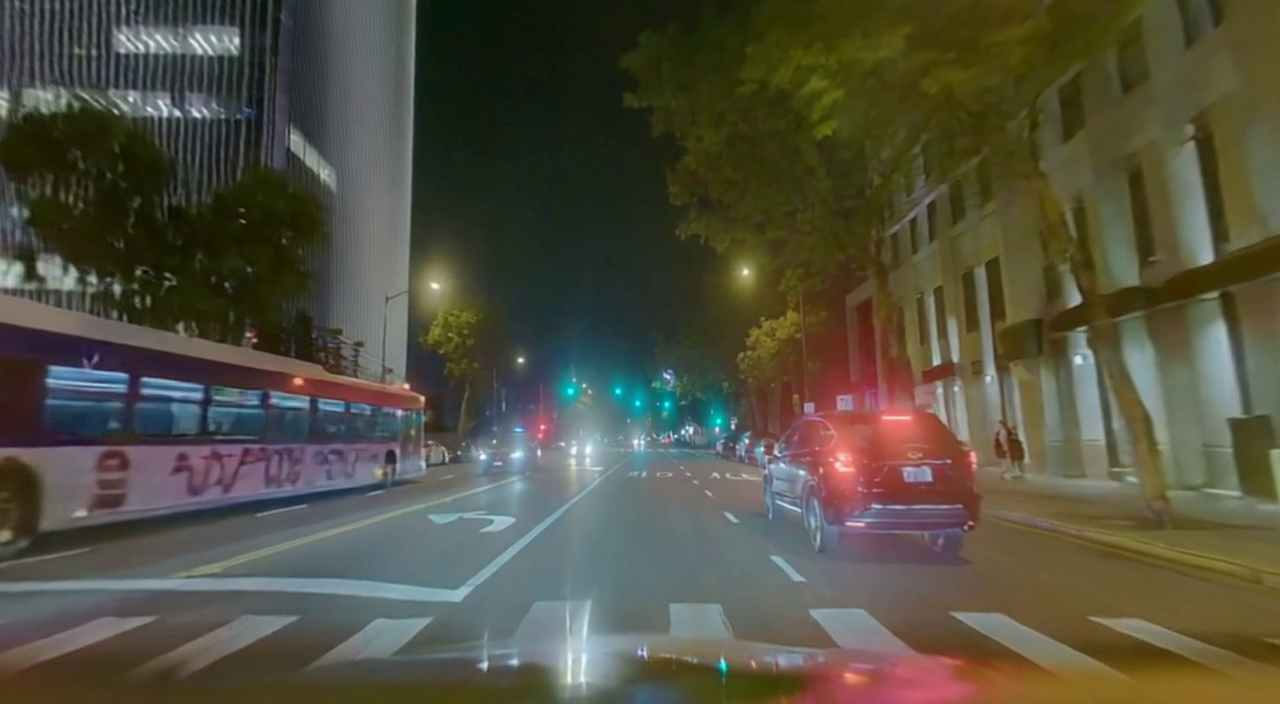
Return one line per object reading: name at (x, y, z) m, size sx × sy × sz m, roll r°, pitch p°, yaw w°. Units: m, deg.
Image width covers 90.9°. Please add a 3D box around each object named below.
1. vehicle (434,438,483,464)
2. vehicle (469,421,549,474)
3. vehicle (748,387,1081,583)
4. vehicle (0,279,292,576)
vehicle at (-11.791, 6.458, 41.300) m, size 1.937 × 1.642 × 4.591 m, roll 0°, pitch -8°, yaw -2°
vehicle at (-5.031, 3.770, 25.002) m, size 2.030 × 1.881 × 4.994 m, roll 0°, pitch -8°, yaw 1°
vehicle at (3.066, 1.648, 8.741) m, size 2.118 × 1.848 × 5.426 m, roll 0°, pitch -8°, yaw -1°
vehicle at (-8.973, 0.946, 7.796) m, size 3.318 × 3.359 × 10.406 m, roll 0°, pitch -8°, yaw 1°
